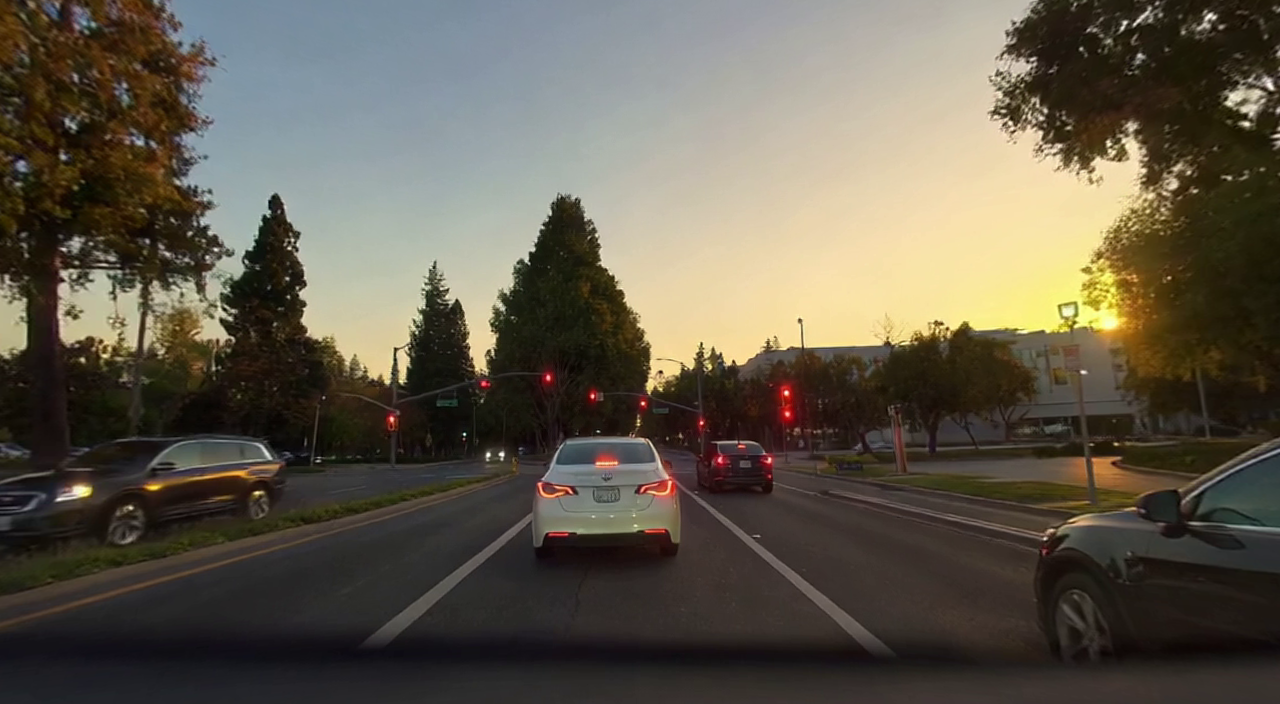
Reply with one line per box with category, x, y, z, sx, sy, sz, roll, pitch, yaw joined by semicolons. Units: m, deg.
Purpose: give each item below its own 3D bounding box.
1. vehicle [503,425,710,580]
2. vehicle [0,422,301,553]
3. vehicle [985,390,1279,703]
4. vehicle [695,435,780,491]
vehicle;-0.353;1.745;8.010;2.006;1.487;3.535;0;-9;-1
vehicle;-8.481;2.236;11.239;2.047;1.751;5.263;0;-9;-1
vehicle;3.137;0.810;1.745;1.910;1.474;4.263;0;-9;-1
vehicle;2.949;3.451;19.929;1.874;1.556;4.116;0;-9;-2
